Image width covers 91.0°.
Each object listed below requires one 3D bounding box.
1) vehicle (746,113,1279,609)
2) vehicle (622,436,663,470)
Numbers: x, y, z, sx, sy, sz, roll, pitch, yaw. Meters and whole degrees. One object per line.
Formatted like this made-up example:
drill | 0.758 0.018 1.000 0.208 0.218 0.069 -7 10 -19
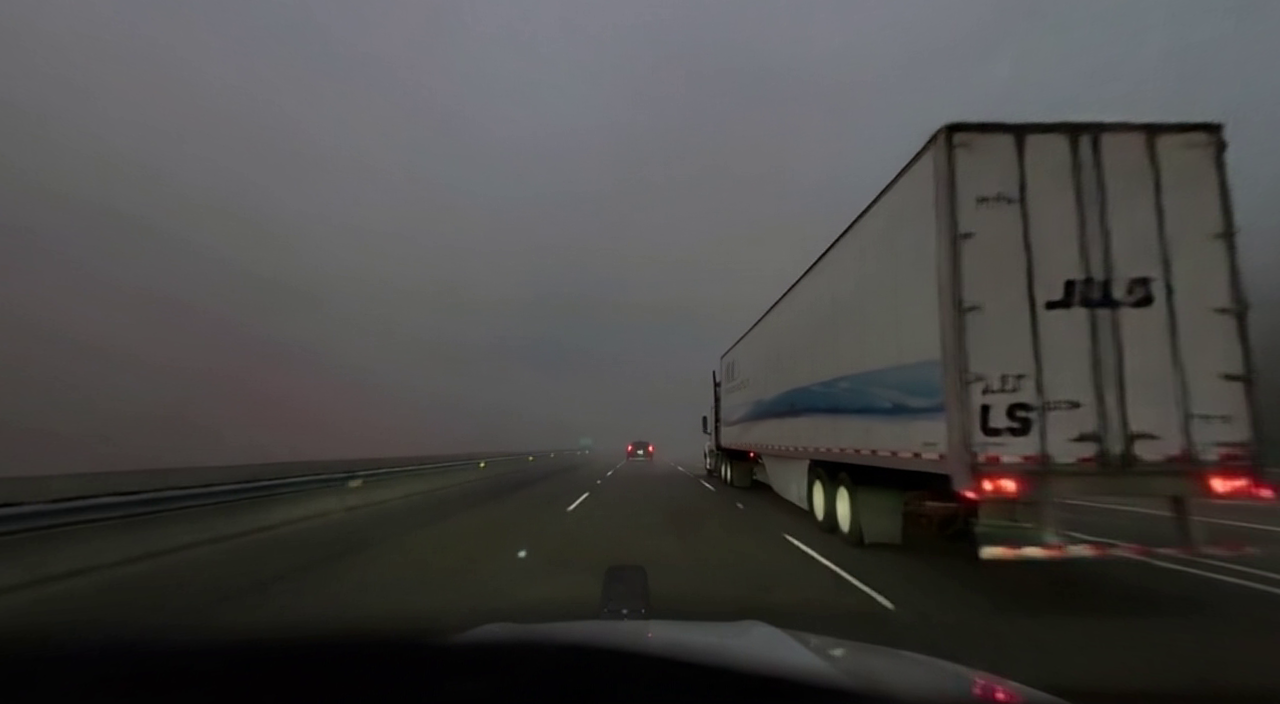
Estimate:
vehicle | 4.176 0.702 10.246 3.014 4.068 10.359 0 -8 0
vehicle | 0.123 5.403 33.857 2.050 1.654 4.192 0 -8 0
